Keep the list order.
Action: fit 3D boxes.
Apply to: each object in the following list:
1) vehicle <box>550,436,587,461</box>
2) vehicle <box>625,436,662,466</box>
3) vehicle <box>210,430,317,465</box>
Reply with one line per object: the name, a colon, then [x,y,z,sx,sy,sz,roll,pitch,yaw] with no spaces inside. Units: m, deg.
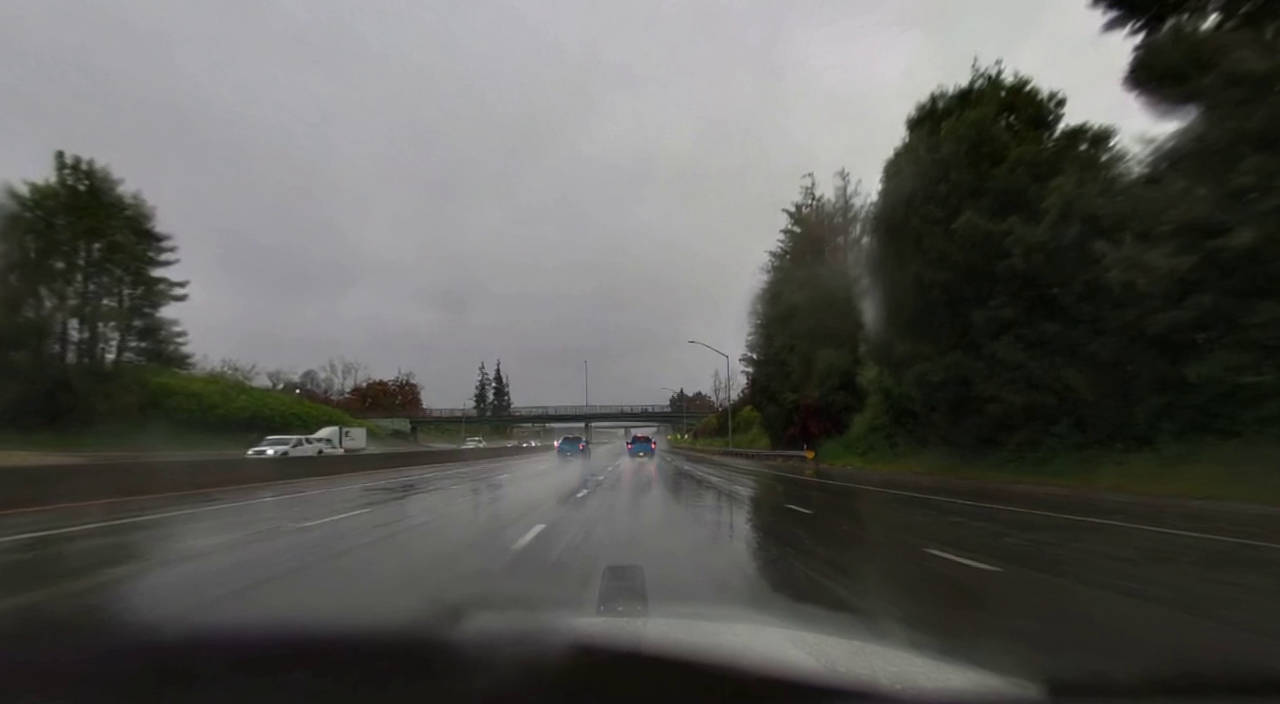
vehicle: [-5.267,7.165,46.967,2.091,1.749,4.271,0,-8,2]
vehicle: [0.229,5.869,37.609,2.010,1.637,4.940,0,-8,1]
vehicle: [-20.308,5.207,34.420,2.247,1.735,5.805,0,-8,0]
